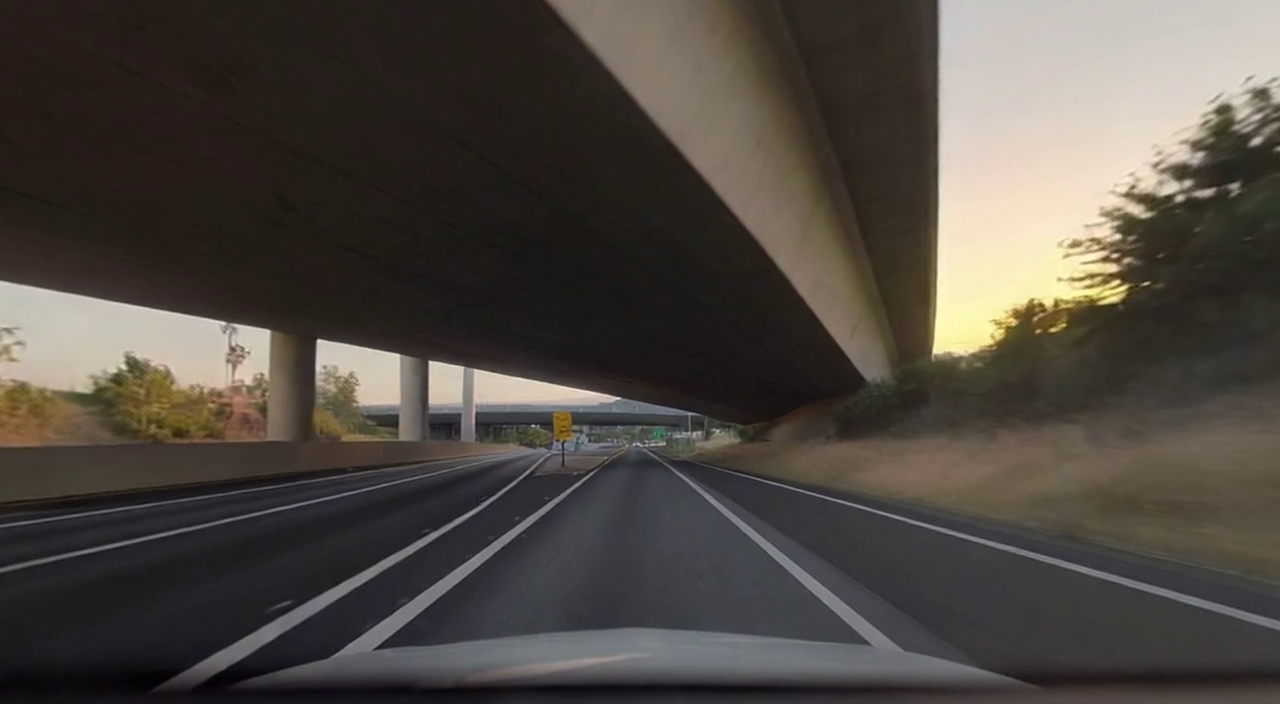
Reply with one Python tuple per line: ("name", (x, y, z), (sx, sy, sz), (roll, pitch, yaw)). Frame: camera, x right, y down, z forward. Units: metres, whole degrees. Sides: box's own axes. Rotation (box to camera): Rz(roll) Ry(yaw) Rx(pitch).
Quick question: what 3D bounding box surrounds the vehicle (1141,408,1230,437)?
("vehicle", (31.984, 4.212, 37.134), (1.853, 1.521, 4.259), (-1, -9, 8))
